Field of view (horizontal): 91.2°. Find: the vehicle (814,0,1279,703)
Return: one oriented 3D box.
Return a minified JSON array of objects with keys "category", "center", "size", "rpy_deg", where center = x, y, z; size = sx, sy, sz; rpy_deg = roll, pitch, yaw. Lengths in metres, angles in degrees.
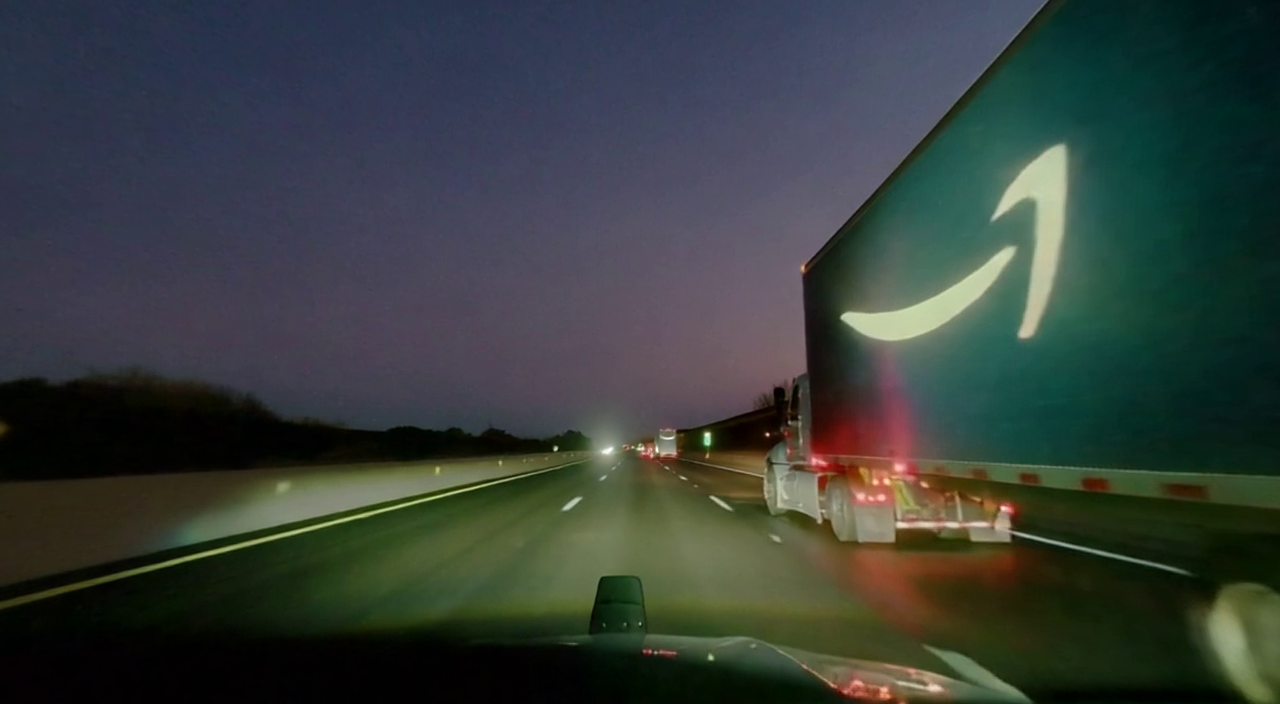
[{"category":"vehicle","center":[4.063,-0.546,0.726],"size":[2.928,4.021,17.190],"rpy_deg":[0,-9,0]}]
